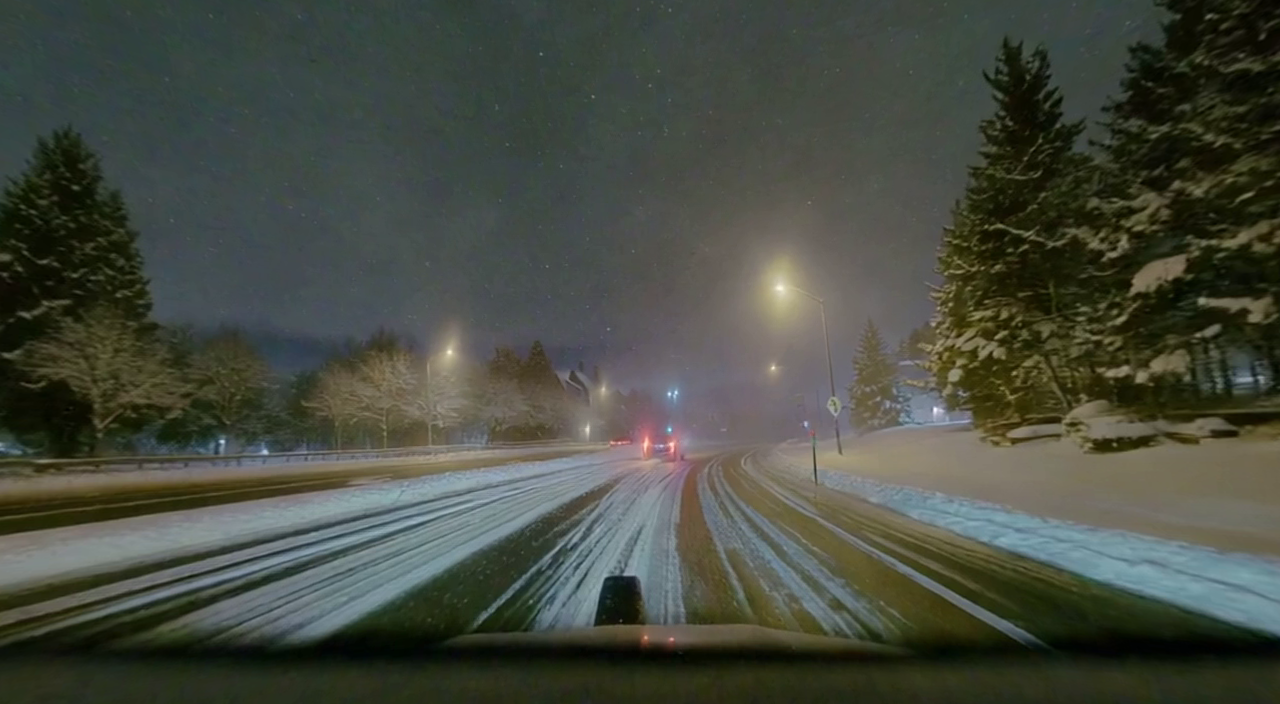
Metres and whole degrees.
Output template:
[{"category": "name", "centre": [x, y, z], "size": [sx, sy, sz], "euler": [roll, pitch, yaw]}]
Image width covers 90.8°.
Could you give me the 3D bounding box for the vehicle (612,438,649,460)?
[{"category": "vehicle", "centre": [-0.620, 6.993, 45.695], "size": [1.952, 1.472, 4.312], "euler": [-2, -9, 10]}]

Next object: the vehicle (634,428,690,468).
[{"category": "vehicle", "centre": [1.281, 5.131, 33.768], "size": [2.356, 1.931, 4.840], "euler": [-2, -9, 9]}]
